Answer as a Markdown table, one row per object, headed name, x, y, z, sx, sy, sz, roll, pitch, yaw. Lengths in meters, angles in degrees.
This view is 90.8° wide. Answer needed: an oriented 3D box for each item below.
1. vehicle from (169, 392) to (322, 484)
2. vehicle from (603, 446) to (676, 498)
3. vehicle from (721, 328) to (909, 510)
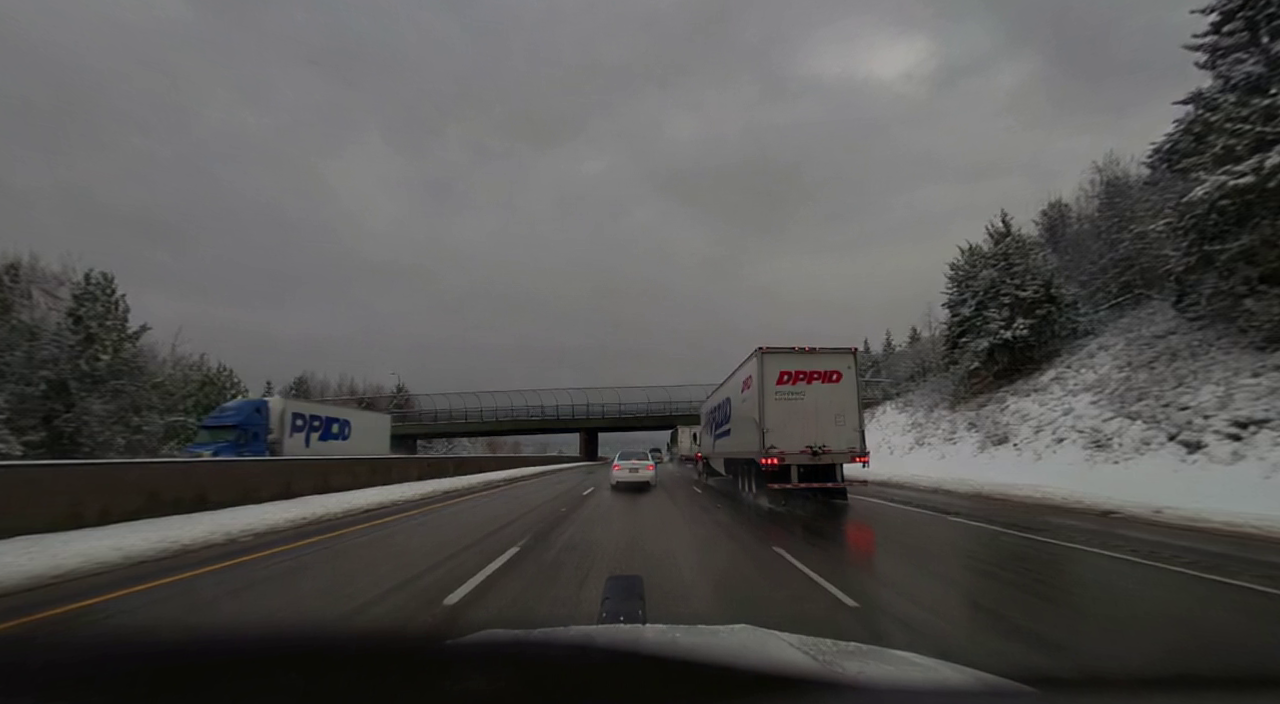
| name | x | y | z | sx | sy | sz | roll | pitch | yaw |
| --- | --- | --- | --- | --- | --- | --- | --- | --- | --- |
| vehicle | -19.036 | 4.297 | 31.114 | 3.018 | 4.002 | 6.597 | 0 | -9 | 1 |
| vehicle | -0.038 | 3.655 | 19.574 | 2.029 | 1.437 | 3.794 | 0 | -9 | 0 |
| vehicle | 4.311 | 2.066 | 17.904 | 2.802 | 3.956 | 8.291 | 0 | -9 | -1 |
